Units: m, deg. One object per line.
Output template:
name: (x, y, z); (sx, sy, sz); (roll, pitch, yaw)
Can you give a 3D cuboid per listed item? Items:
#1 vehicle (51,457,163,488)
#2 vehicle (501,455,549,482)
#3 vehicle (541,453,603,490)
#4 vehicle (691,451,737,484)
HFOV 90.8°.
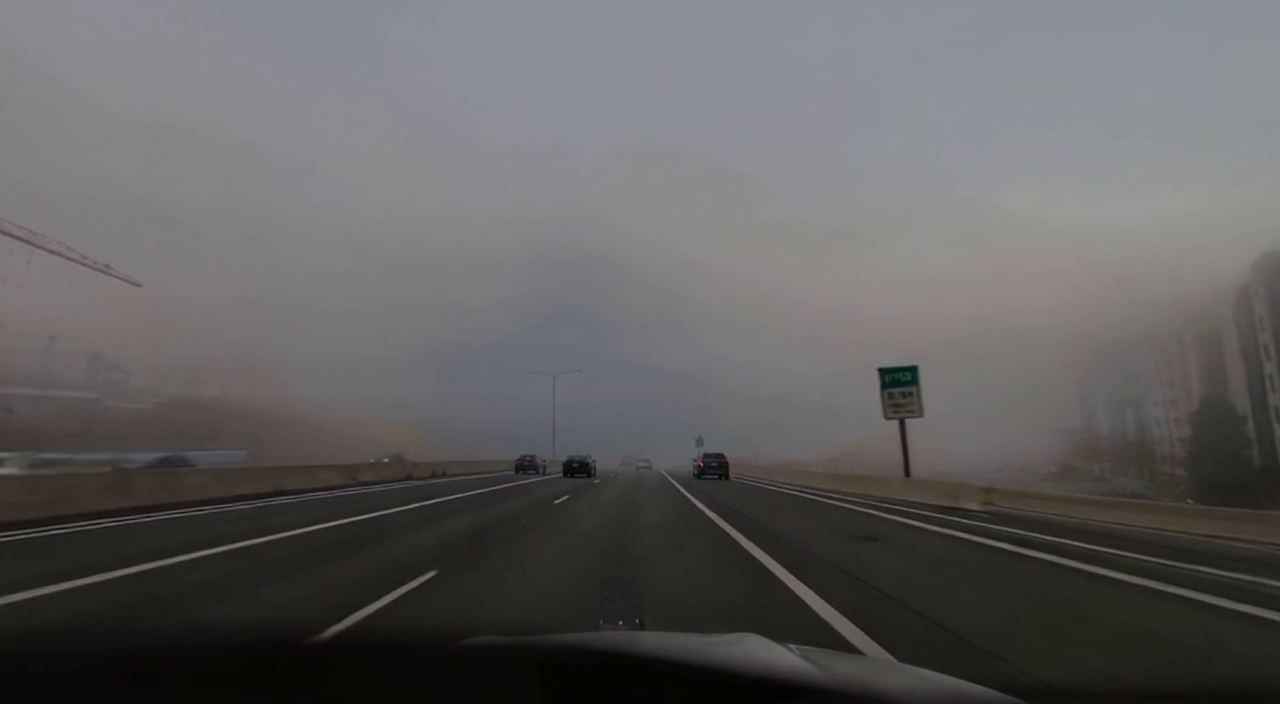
vehicle: (-27.121, 6.143, 32.373); (1.798, 1.446, 4.409); (0, -9, 1)
vehicle: (-6.816, 6.965, 37.963); (1.951, 1.528, 4.209); (0, -9, 2)
vehicle: (-2.930, 5.315, 28.403); (2.136, 1.512, 4.488); (0, -9, 2)
vehicle: (3.844, 6.113, 33.599); (1.978, 1.602, 4.092); (0, -9, 1)
